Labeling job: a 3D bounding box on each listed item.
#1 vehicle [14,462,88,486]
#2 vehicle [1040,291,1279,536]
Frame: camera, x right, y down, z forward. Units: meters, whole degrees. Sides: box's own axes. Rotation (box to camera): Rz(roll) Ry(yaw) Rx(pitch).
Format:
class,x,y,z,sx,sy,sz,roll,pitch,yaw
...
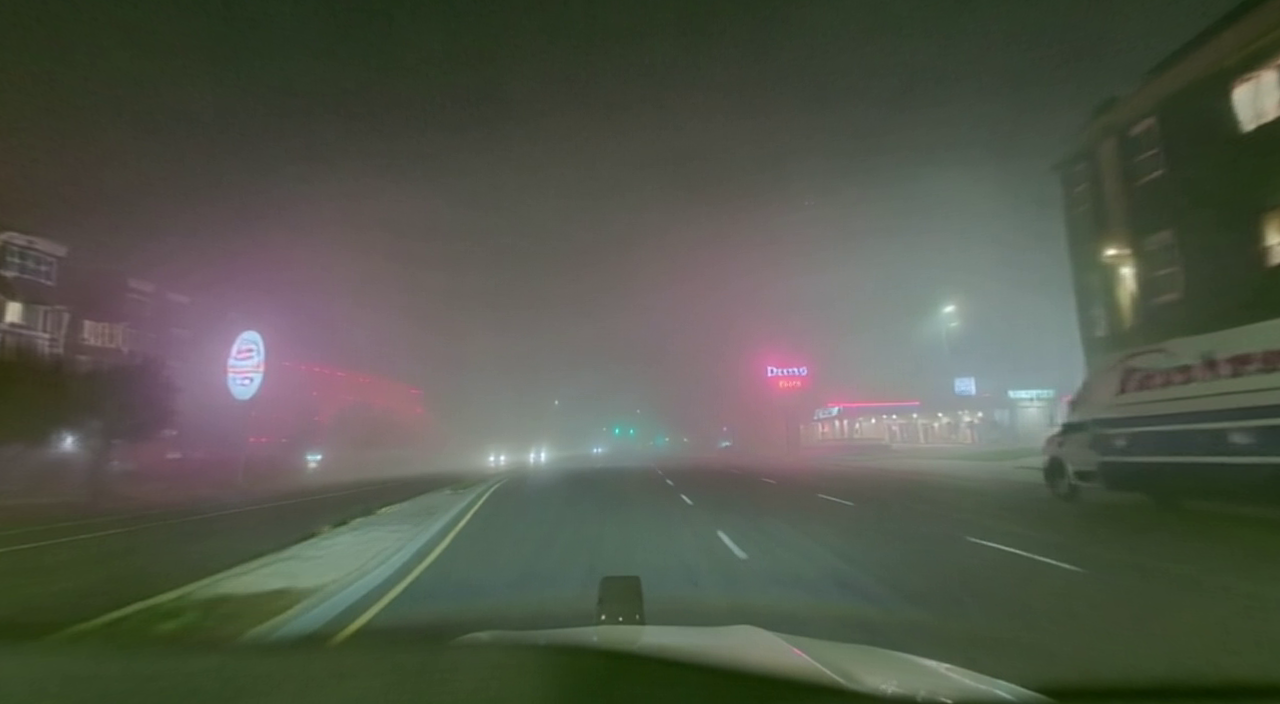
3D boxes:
class,x,y,z,sx,sy,sz,roll,pitch,yaw
vehicle,-39.899,8.229,42.883,1.594,1.406,3.445,-1,-8,2
vehicle,9.873,0.984,9.550,2.917,3.205,6.985,0,-8,-1
